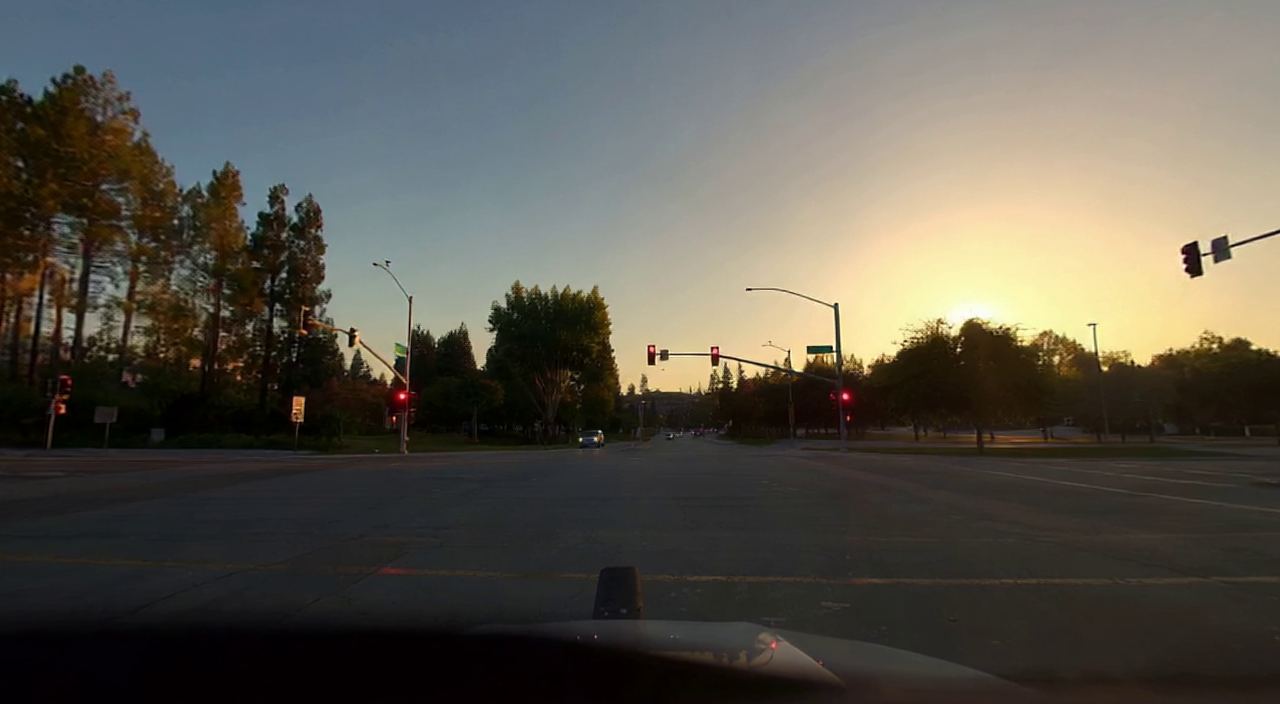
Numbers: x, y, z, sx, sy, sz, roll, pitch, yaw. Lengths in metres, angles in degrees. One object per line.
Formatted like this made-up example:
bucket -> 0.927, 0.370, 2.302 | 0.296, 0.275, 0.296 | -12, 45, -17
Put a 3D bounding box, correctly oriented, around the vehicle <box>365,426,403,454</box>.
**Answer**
vehicle -> -19.982, 6.847, 48.944 | 1.873, 2.079, 2.879 | 6, -11, -37
